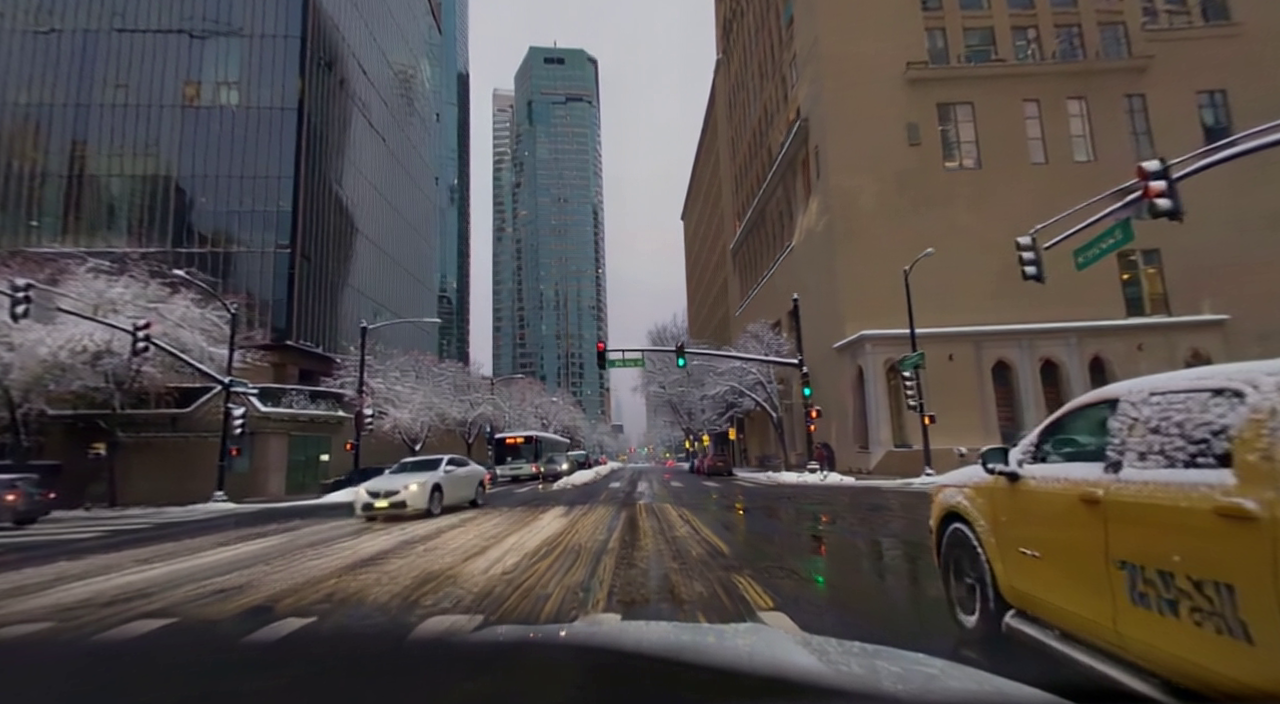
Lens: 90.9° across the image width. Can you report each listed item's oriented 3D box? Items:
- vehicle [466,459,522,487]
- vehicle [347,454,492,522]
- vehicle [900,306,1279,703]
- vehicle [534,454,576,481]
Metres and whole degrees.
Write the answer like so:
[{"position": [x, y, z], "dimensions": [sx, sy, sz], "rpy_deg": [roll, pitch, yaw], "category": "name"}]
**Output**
[{"position": [-8.950, 7.440, 39.046], "dimensions": [2.003, 1.489, 4.656], "rpy_deg": [-1, -9, 4], "category": "vehicle"}, {"position": [-5.532, 3.449, 16.637], "dimensions": [1.956, 1.457, 4.958], "rpy_deg": [0, -9, 1], "category": "vehicle"}, {"position": [3.296, 0.852, 2.707], "dimensions": [2.118, 1.848, 5.426], "rpy_deg": [0, -9, 1], "category": "vehicle"}, {"position": [-5.407, 7.422, 40.707], "dimensions": [1.997, 1.610, 4.144], "rpy_deg": [0, -9, 2], "category": "vehicle"}]
